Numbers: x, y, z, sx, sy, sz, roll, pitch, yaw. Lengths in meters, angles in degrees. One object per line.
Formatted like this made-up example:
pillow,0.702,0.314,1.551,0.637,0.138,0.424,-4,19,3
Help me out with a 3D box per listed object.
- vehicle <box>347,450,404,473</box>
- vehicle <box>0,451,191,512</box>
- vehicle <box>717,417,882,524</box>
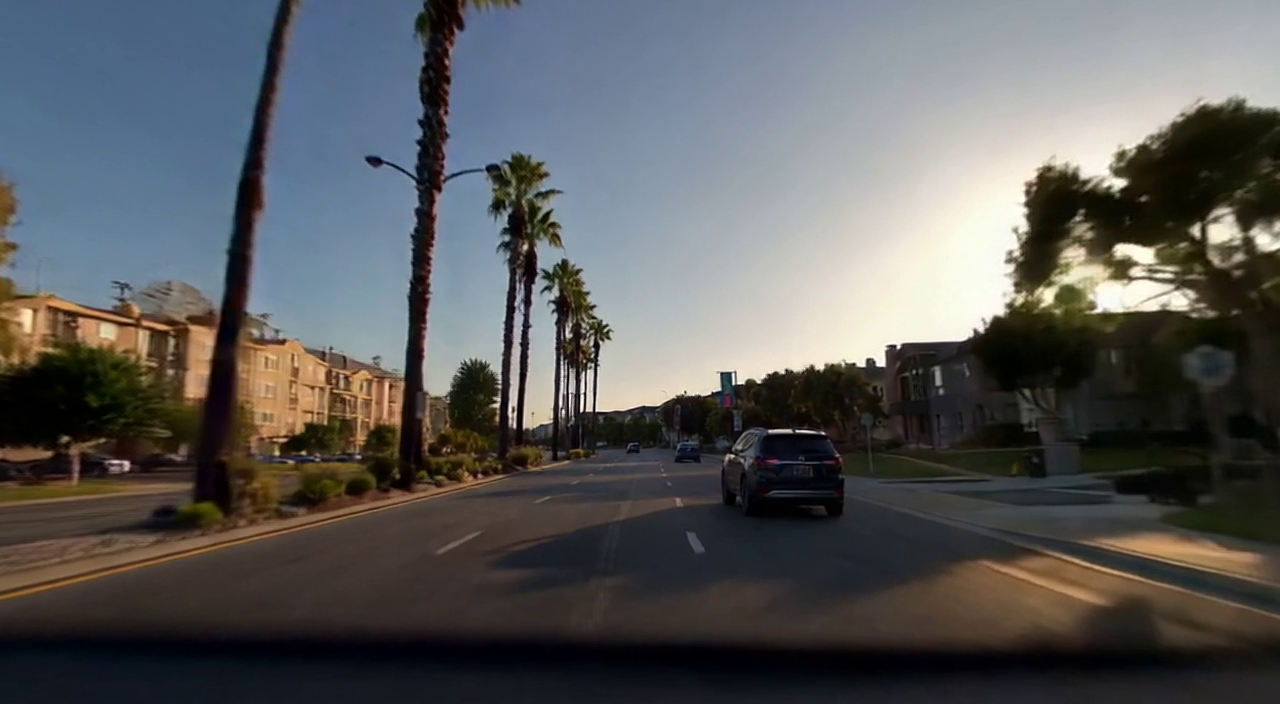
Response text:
vehicle,-18.565,7.660,44.304,1.900,1.476,4.746,0,-8,1
vehicle,-15.263,3.576,17.831,2.018,1.438,4.448,1,-8,-6
vehicle,3.000,2.371,13.079,2.195,1.804,4.658,0,-8,0
